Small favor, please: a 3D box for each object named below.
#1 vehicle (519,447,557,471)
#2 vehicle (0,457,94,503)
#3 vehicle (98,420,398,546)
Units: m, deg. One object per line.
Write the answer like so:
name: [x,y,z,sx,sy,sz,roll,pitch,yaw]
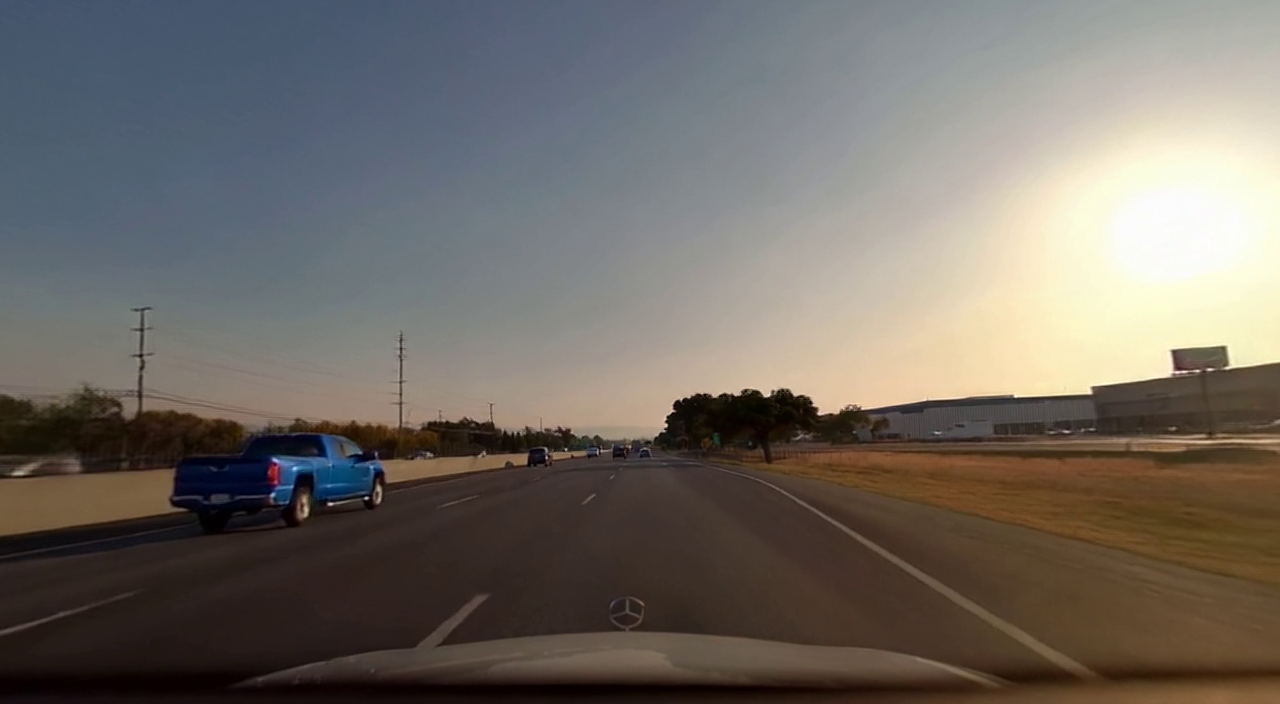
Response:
vehicle: [-7.391,7.783,46.111,2.021,1.699,4.324,0,-8,1]
vehicle: [-25.236,5.181,25.841,1.961,1.629,4.138,0,-8,0]
vehicle: [-7.139,2.442,12.668,2.156,1.911,5.956,0,-8,1]
